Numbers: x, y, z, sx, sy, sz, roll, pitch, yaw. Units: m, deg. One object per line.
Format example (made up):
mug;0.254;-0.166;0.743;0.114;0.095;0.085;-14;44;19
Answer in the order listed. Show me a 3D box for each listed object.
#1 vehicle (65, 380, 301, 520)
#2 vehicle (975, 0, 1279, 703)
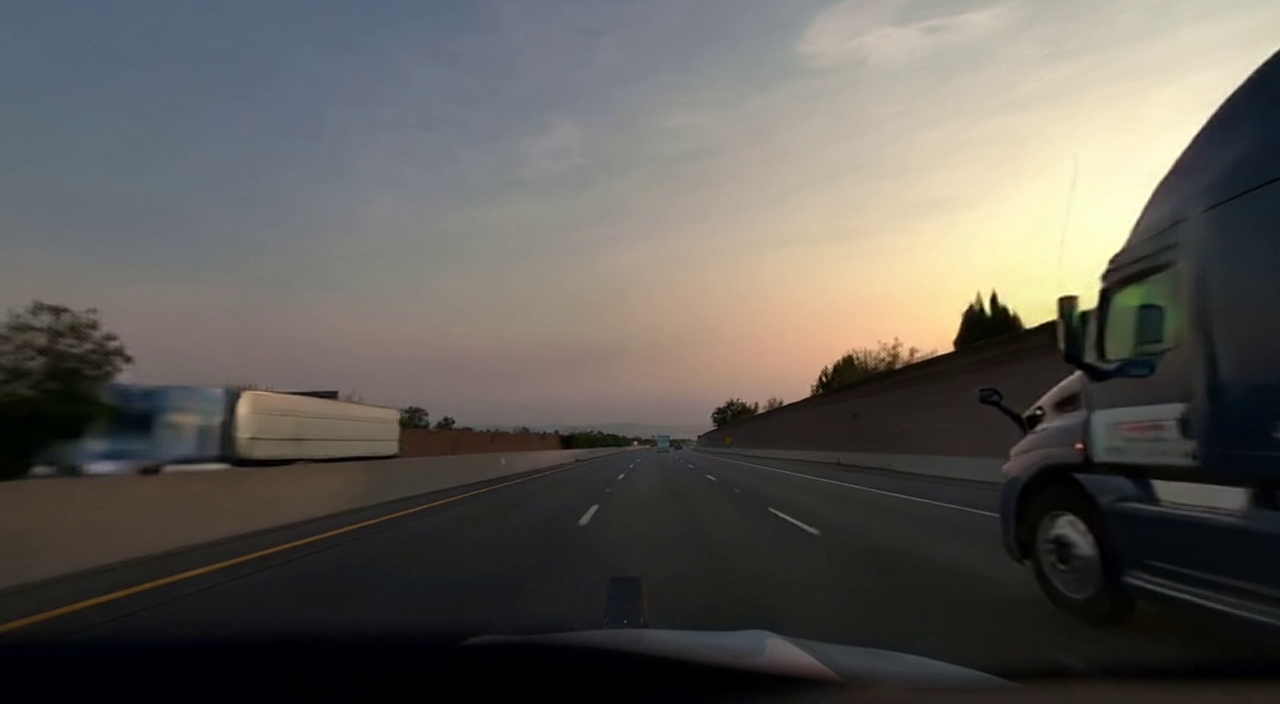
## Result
vehicle;-15.999;3.460;22.829;3.384;4.316;6.420;0;-8;2
vehicle;4.887;-0.290;2.423;3.107;4.307;7.088;0;-9;0
